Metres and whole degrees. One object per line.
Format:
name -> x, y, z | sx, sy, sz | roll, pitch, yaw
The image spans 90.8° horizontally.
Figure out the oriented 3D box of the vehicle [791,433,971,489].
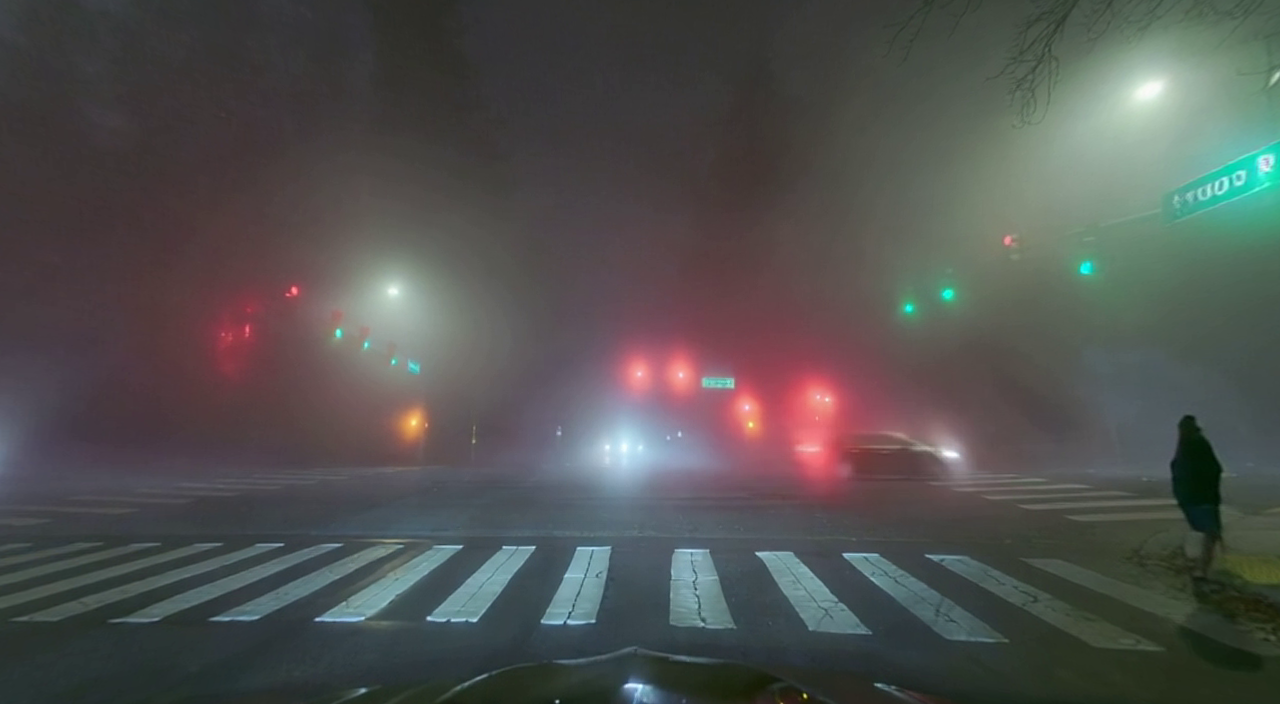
vehicle -> 6.984, 3.202, 18.694 | 4.502, 1.512, 1.917 | 0, -9, 0
